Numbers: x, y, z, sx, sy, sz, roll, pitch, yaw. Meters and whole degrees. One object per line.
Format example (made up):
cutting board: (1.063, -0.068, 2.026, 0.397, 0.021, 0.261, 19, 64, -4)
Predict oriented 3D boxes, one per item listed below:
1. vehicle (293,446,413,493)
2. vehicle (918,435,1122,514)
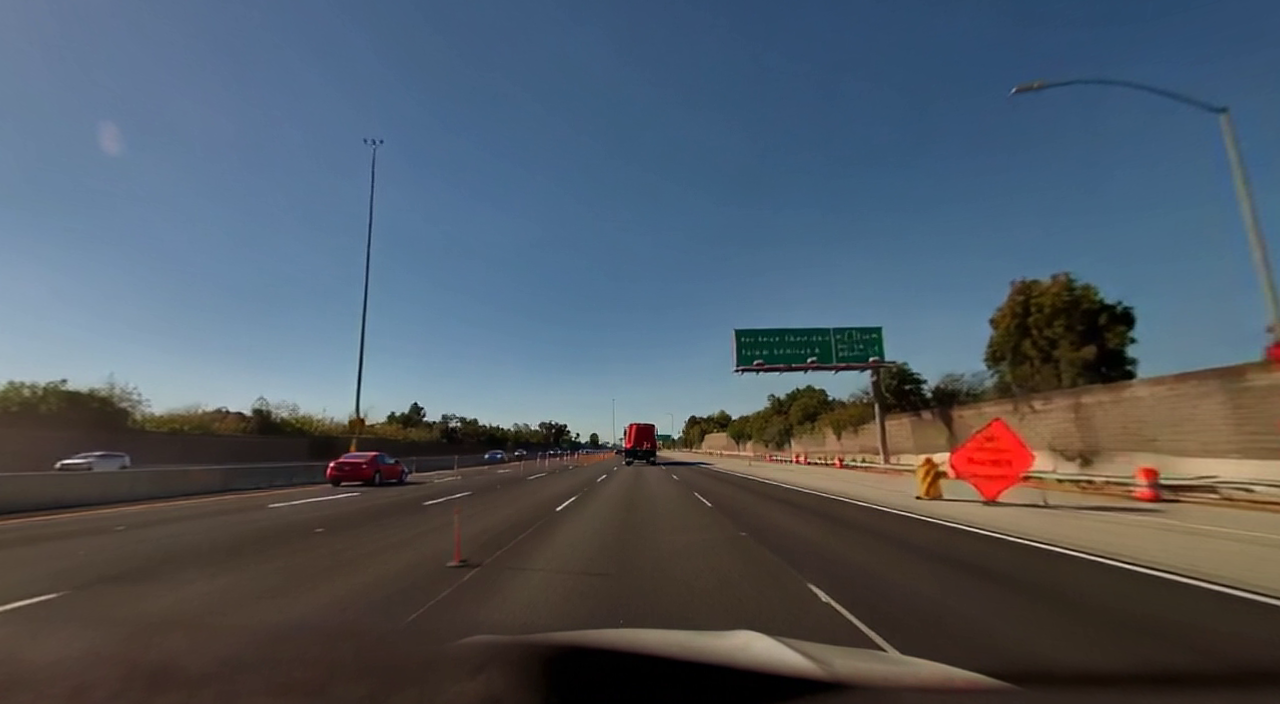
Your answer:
vehicle: (-10.428, 4.298, 23.403, 2.096, 1.538, 4.998, 0, -9, 0)
vehicle: (9.538, 3.100, 16.463, 2.065, 1.698, 4.882, 0, -9, -3)
